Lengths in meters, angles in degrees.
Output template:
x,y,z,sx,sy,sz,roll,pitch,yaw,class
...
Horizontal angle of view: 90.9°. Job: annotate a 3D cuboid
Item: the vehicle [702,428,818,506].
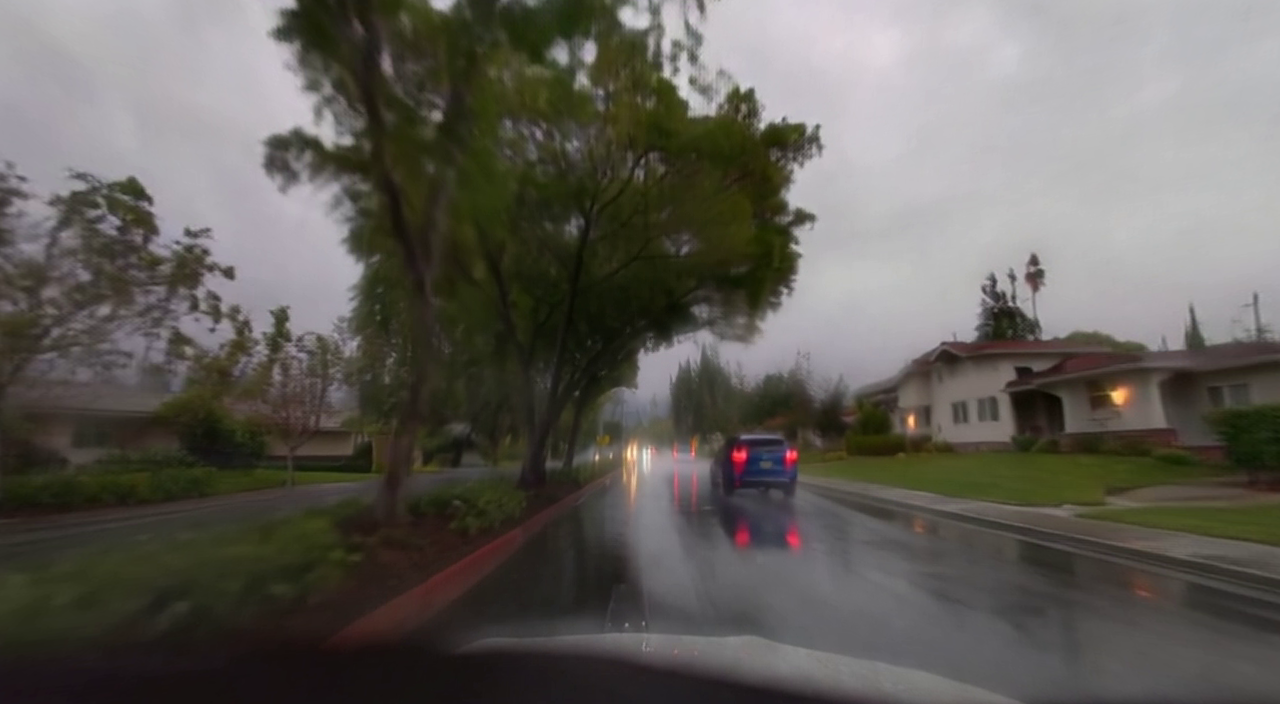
x,y,z,sx,sy,sz,roll,pitch,yaw,class
2.986,3.022,16.874,2.180,1.773,4.639,0,-9,0,vehicle
